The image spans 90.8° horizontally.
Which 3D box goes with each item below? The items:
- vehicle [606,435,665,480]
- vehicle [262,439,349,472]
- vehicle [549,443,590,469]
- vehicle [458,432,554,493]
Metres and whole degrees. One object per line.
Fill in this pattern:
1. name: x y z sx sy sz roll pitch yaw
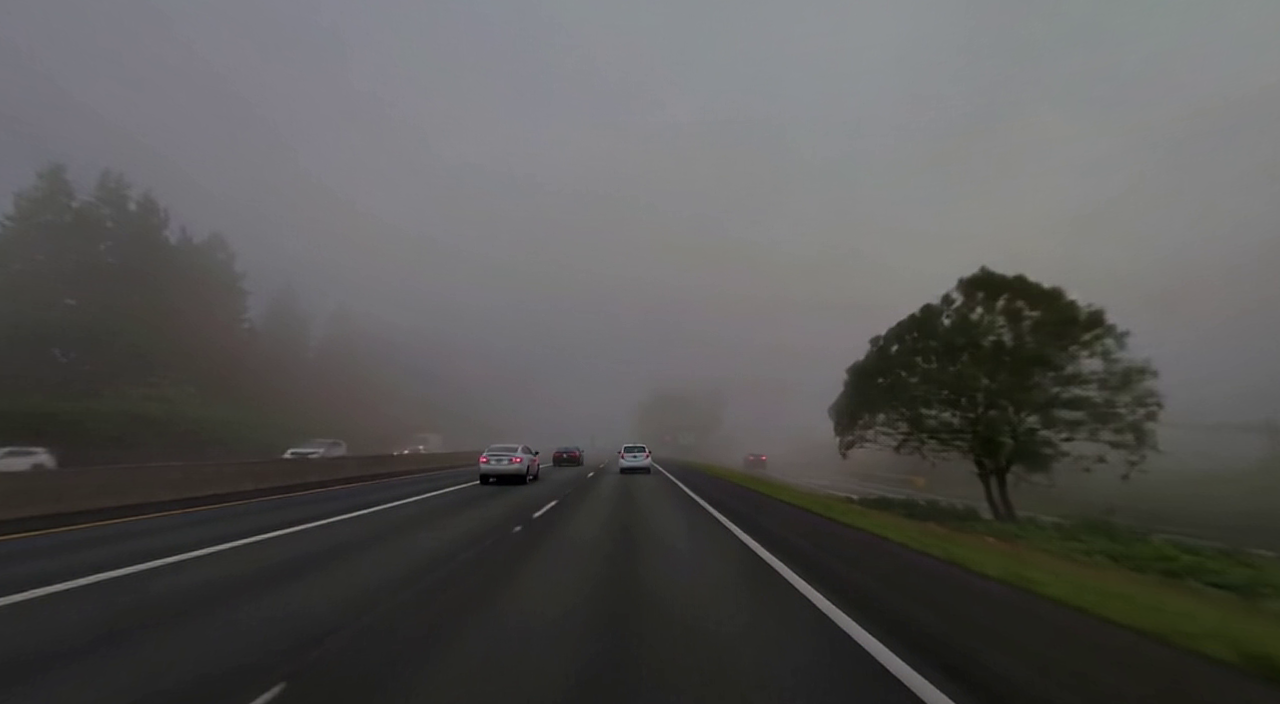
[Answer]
1. vehicle: -0.189 4.549 27.515 2.378 1.750 4.355 0 -8 0
2. vehicle: -17.216 5.346 32.857 2.011 1.588 4.596 0 -8 0
3. vehicle: -4.407 6.559 40.009 2.084 1.528 4.094 0 -8 0
4. vehicle: -4.086 3.460 20.124 2.044 1.717 4.421 0 -8 0
